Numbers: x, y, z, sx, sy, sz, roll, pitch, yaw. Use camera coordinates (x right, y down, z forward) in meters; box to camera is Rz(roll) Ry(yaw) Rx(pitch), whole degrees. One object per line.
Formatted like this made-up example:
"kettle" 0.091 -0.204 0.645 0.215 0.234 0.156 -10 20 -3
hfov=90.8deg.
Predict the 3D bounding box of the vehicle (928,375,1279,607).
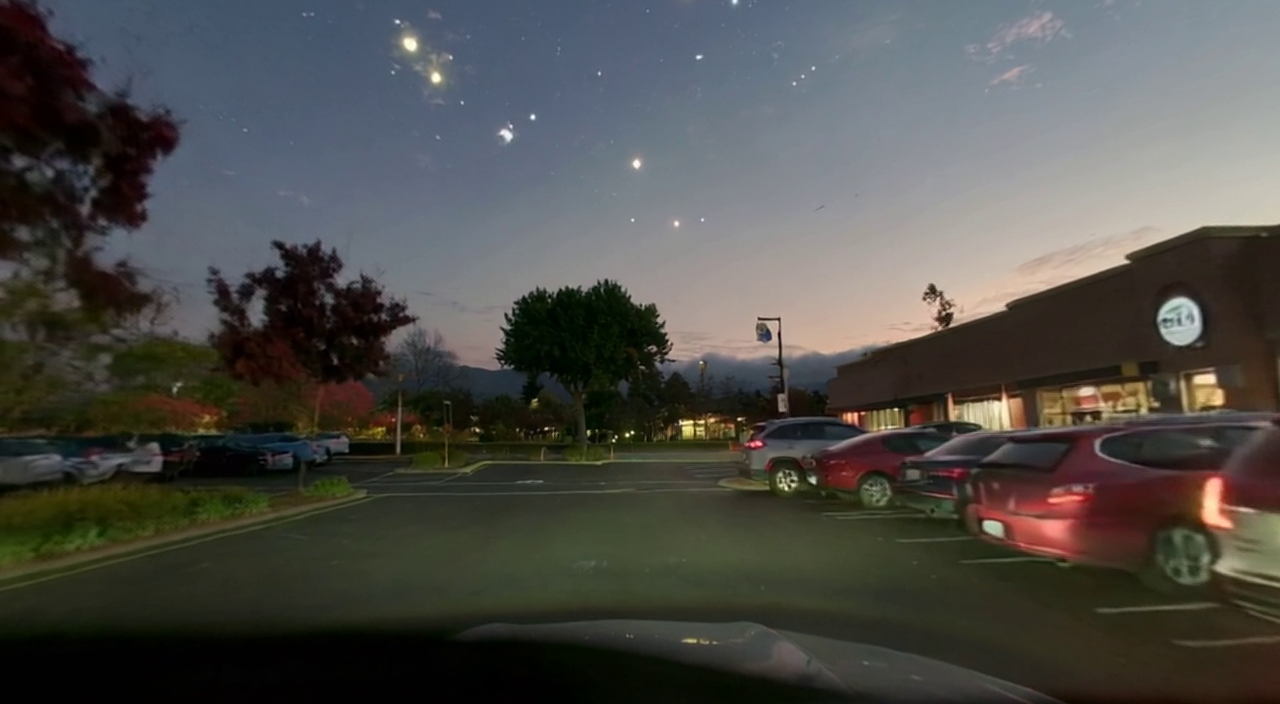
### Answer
"vehicle" 5.778 1.214 6.152 4.785 1.761 2.292 0 -8 -3

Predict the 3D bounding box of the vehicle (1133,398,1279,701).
"vehicle" 5.461 0.969 3.093 4.449 1.513 2.087 0 -8 -5
